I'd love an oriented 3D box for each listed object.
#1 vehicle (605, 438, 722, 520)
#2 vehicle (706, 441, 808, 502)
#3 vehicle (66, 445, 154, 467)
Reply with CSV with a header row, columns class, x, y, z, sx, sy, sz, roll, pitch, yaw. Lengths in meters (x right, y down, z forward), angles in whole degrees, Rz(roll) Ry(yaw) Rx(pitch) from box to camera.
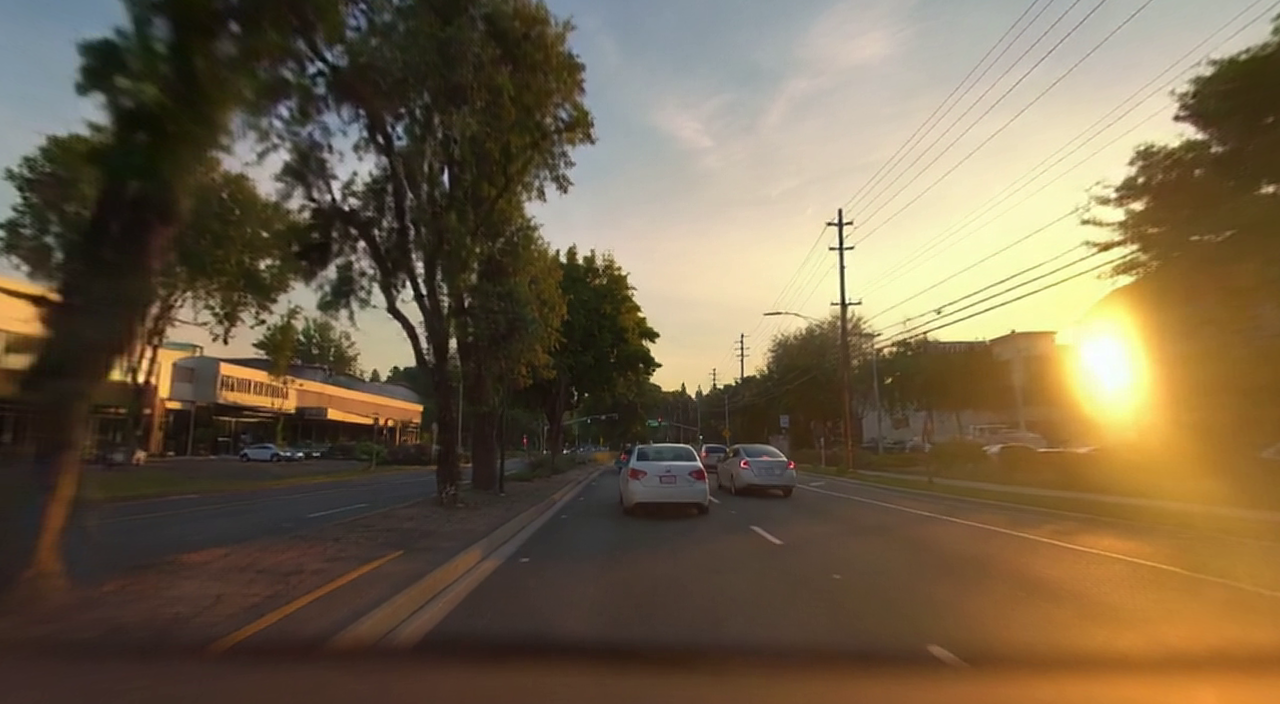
class,x,y,z,sx,sy,sz,roll,pitch,yaw
vehicle,0.342,2.622,13.560,2.144,1.473,4.028,1,-8,-2
vehicle,3.119,3.252,17.642,1.985,1.489,4.036,0,-8,-1
vehicle,-38.914,7.621,46.312,1.804,1.478,4.485,-3,-8,25
